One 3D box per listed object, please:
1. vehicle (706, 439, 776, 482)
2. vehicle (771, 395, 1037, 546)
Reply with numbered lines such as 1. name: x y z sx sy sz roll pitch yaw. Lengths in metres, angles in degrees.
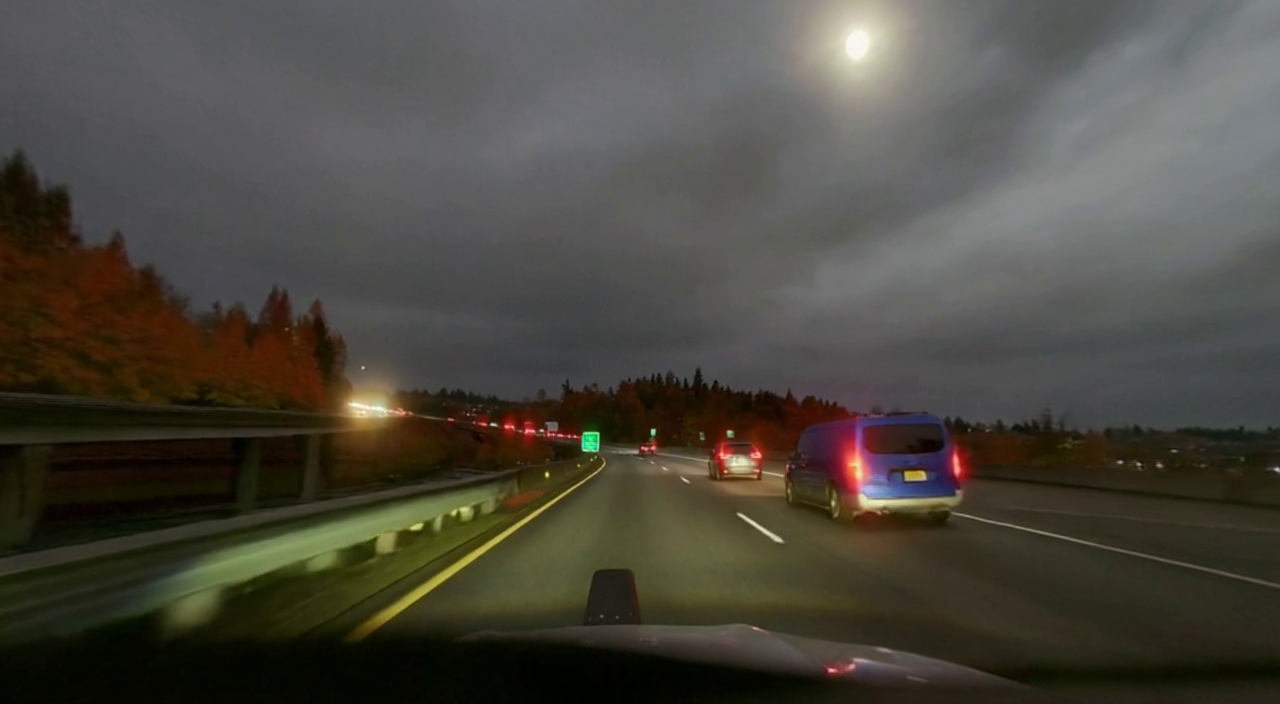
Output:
1. vehicle: 3.947 4.310 25.189 1.952 1.536 4.036 0 -9 -2
2. vehicle: 3.957 1.915 10.679 2.205 1.923 4.956 0 -9 -2
